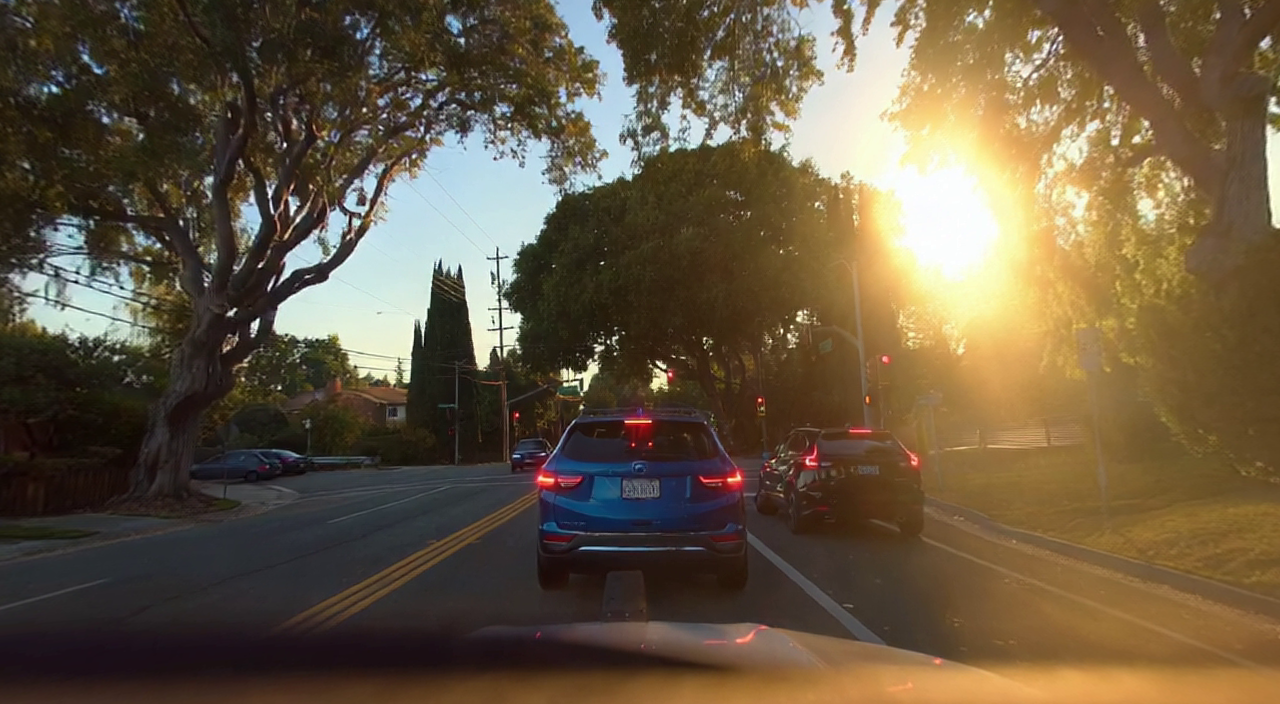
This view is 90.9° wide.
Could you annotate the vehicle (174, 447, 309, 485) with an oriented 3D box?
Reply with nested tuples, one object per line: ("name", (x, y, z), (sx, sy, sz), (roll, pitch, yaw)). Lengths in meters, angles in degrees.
("vehicle", (-16.168, 4.633, 25.717), (4.245, 1.446, 1.827), (0, -8, 1))

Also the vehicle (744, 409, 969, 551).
("vehicle", (3.068, 1.918, 10.089), (1.967, 1.756, 4.281), (0, -8, -1))

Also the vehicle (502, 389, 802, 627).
("vehicle", (0.058, 1.420, 6.658), (2.151, 1.695, 4.100), (0, -8, -1))
